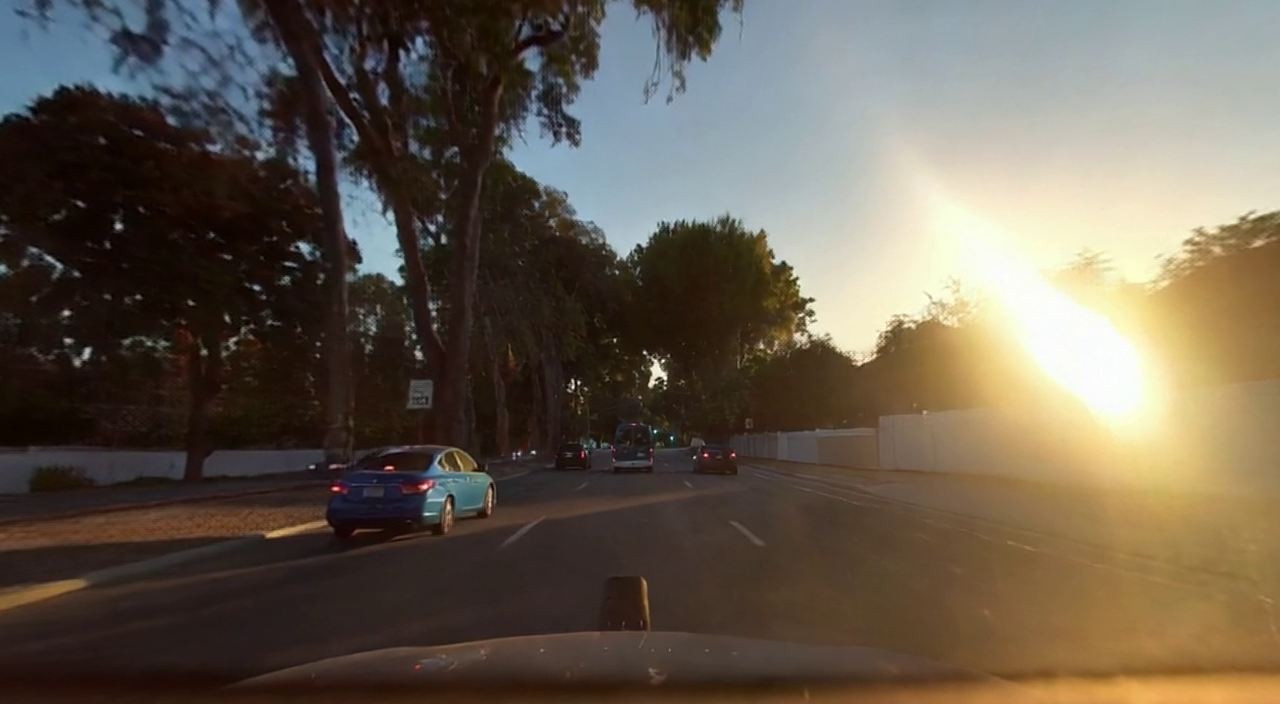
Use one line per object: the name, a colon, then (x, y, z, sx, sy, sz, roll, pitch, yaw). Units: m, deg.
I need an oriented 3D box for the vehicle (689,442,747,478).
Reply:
vehicle: (3.377, 4.747, 27.952, 1.945, 1.469, 4.258, 0, -8, -1)

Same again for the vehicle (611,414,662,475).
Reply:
vehicle: (-0.224, 4.645, 31.591, 2.311, 2.726, 5.814, 0, -8, -1)

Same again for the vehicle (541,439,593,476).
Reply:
vehicle: (-3.617, 5.295, 31.843, 2.021, 1.715, 4.329, 0, -8, 1)

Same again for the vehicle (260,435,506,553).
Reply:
vehicle: (-3.766, 2.148, 10.341, 2.036, 1.474, 4.647, 0, -8, 1)
